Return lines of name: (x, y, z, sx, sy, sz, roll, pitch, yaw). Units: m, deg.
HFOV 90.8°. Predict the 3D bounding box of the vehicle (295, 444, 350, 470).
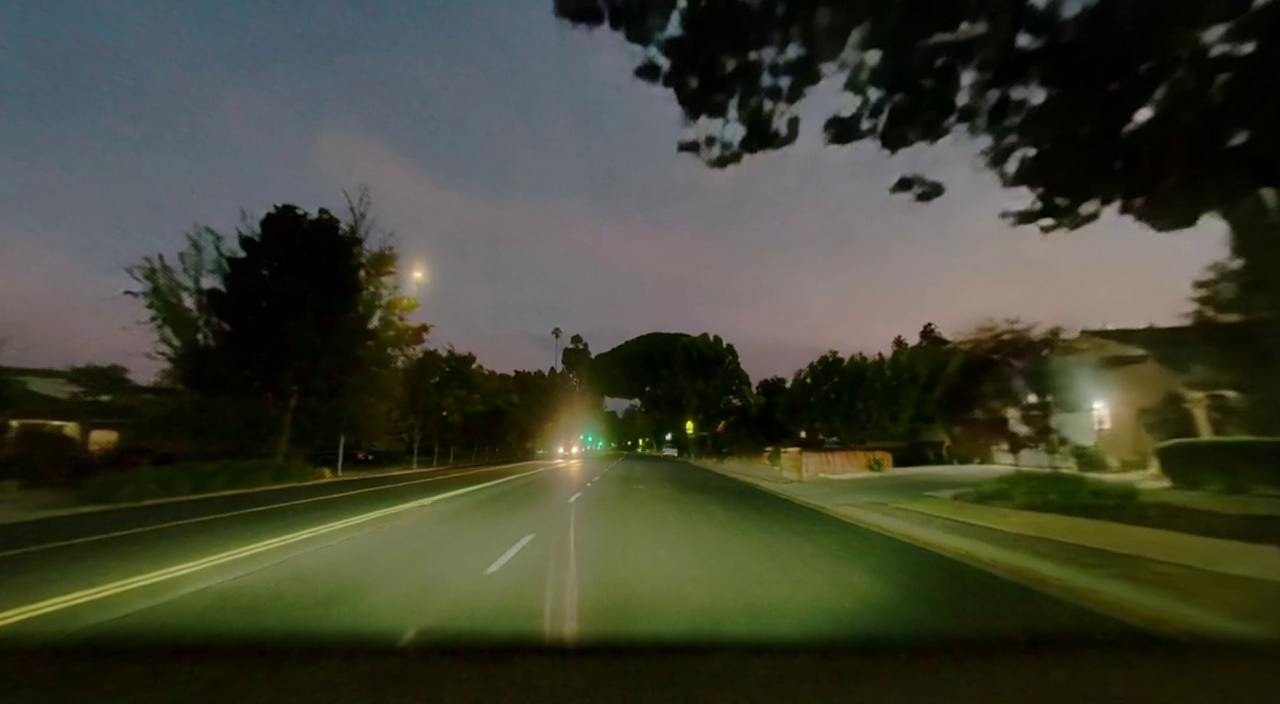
vehicle: (-22.603, 7.413, 44.910, 2.253, 1.768, 4.266, 8, -11, -44)
